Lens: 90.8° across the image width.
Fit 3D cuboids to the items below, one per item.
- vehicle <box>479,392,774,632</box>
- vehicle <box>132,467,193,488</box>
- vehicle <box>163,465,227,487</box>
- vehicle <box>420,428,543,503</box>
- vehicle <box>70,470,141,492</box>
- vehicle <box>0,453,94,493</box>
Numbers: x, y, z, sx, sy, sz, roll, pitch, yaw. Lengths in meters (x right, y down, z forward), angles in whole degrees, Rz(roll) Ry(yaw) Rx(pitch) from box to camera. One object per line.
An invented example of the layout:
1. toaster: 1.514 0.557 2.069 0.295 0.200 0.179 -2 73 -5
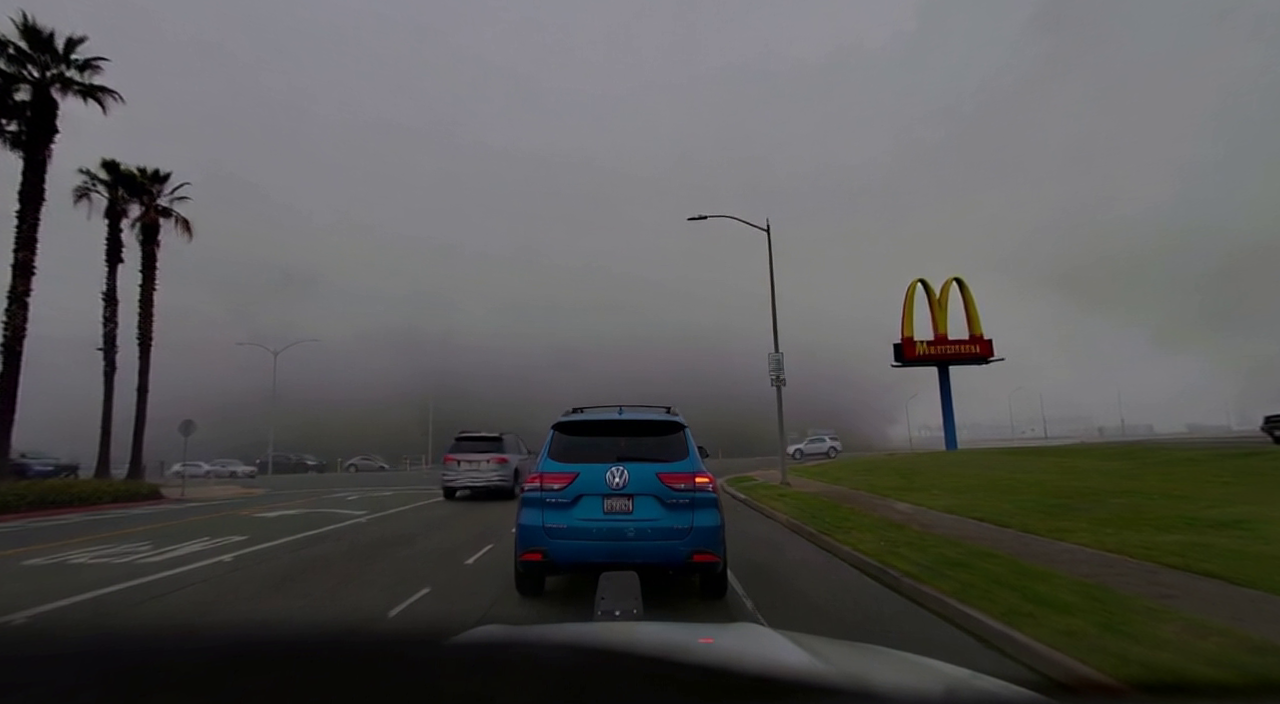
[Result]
1. vehicle: -0.137 1.455 6.646 2.137 1.728 3.926 0 -9 -1
2. vehicle: -35.621 9.337 47.225 1.641 1.375 3.640 0 -9 0
3. vehicle: -33.275 9.245 47.359 1.792 1.439 3.952 -1 -9 3
4. vehicle: -4.137 3.057 17.419 2.181 1.771 4.567 0 -9 0
5. vehicle: -39.931 9.638 47.358 1.602 1.400 4.220 0 -9 0
6. vehicle: -28.073 5.448 28.584 4.584 1.714 2.186 4 -10 -28
